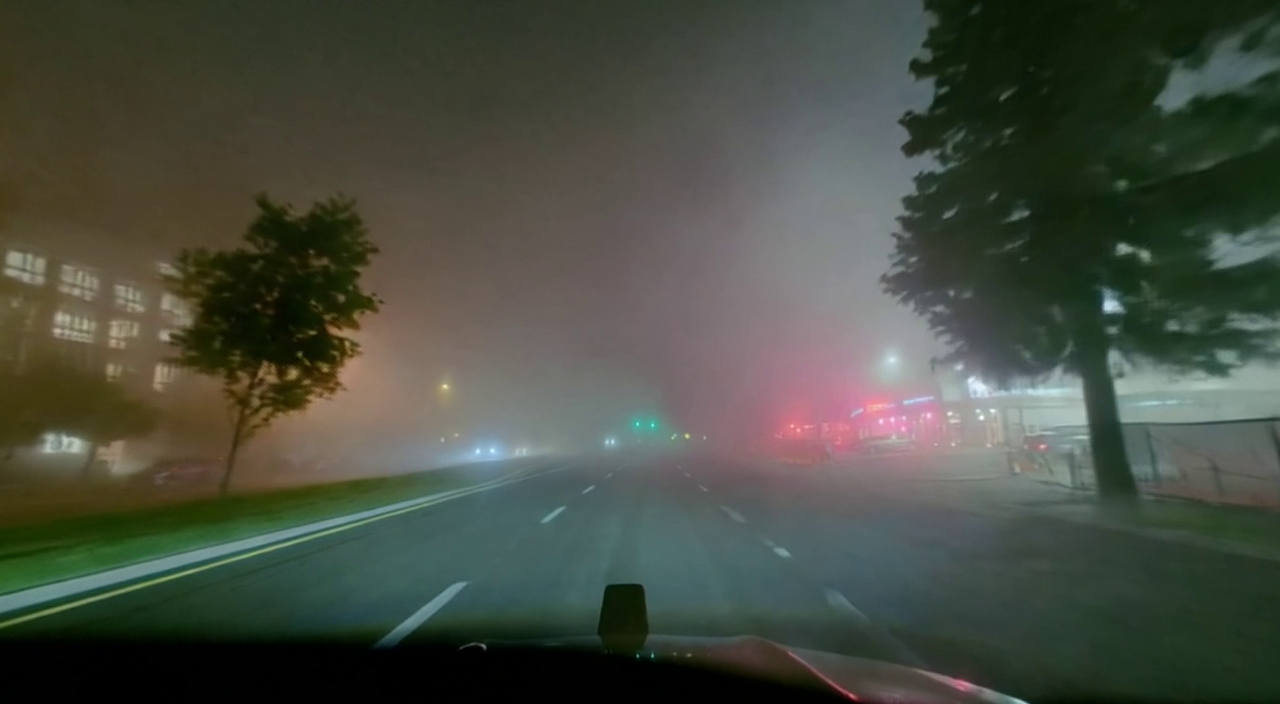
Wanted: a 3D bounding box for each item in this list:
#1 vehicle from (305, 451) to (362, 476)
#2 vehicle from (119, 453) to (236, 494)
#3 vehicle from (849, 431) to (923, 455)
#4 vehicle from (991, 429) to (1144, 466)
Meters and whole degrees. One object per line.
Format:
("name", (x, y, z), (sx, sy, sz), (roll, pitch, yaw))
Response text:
("vehicle", (-22.888, 8.309, 47.277), (1.957, 1.672, 4.743), (0, -8, 0))
("vehicle", (-22.764, 5.963, 31.341), (2.067, 1.743, 5.056), (0, -8, -1))
("vehicle", (17.589, 6.533, 45.191), (4.450, 1.643, 1.996), (0, -8, 0))
("vehicle", (17.691, 3.966, 26.265), (4.813, 1.464, 2.073), (0, -8, 0))
